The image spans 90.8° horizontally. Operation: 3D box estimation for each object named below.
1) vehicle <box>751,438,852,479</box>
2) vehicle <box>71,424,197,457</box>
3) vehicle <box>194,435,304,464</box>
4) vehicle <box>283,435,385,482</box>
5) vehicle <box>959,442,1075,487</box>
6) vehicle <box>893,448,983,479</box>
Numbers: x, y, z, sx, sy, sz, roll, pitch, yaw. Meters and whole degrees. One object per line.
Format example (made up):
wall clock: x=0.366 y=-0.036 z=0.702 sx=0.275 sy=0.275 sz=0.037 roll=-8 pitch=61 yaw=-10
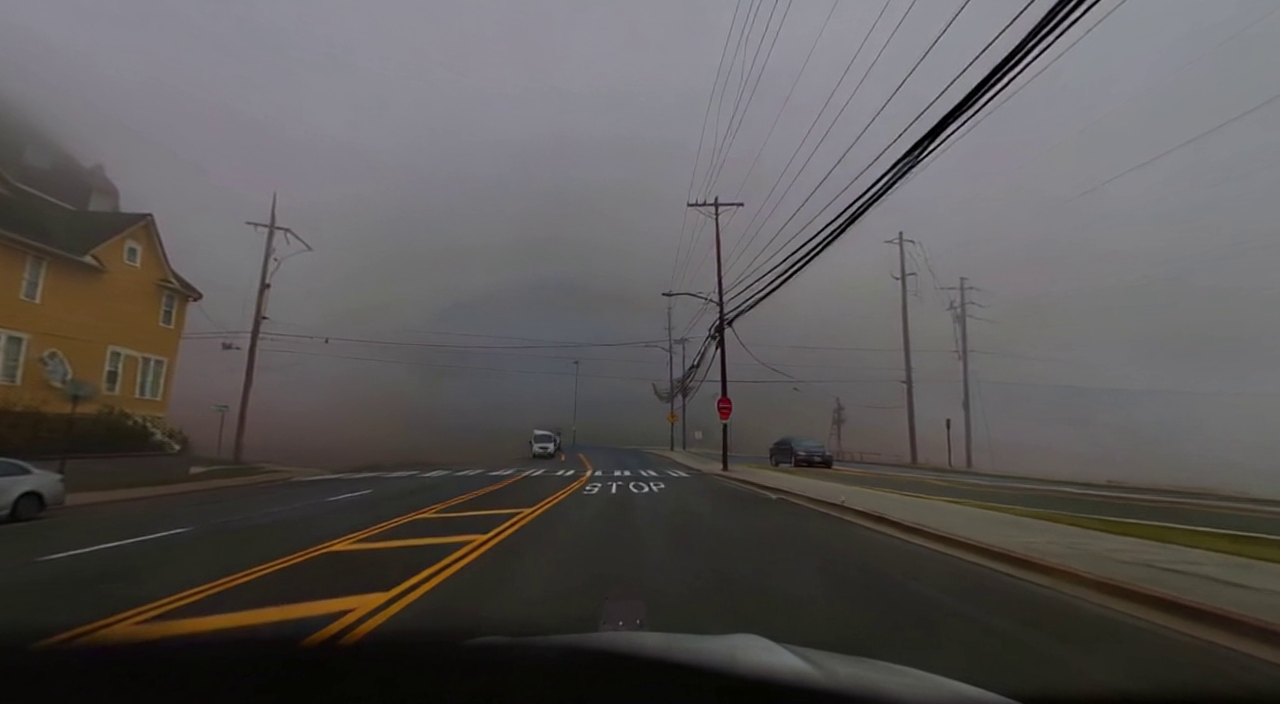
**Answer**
vehicle: x=6.353 y=4.252 z=25.451 sx=2.081 sy=1.496 sz=4.490 roll=2 pitch=-9 yaw=-13
vehicle: x=-27.201 y=4.792 z=34.123 sx=4.842 sy=1.690 sz=1.938 roll=1 pitch=-9 yaw=-9
vehicle: x=-21.458 y=5.364 z=34.837 sx=4.647 sy=1.515 sz=2.009 roll=1 pitch=-9 yaw=-6
vehicle: x=-12.942 y=4.534 z=27.173 sx=1.940 sy=1.789 sz=5.086 roll=0 pitch=-9 yaw=-2
vehicle: x=16.393 y=4.890 z=27.754 sx=1.847 sy=1.682 sz=4.419 roll=5 pitch=-9 yaw=-11
vehicle: x=15.275 y=5.705 z=32.645 sx=1.909 sy=1.460 sz=4.282 roll=2 pitch=-9 yaw=-12
